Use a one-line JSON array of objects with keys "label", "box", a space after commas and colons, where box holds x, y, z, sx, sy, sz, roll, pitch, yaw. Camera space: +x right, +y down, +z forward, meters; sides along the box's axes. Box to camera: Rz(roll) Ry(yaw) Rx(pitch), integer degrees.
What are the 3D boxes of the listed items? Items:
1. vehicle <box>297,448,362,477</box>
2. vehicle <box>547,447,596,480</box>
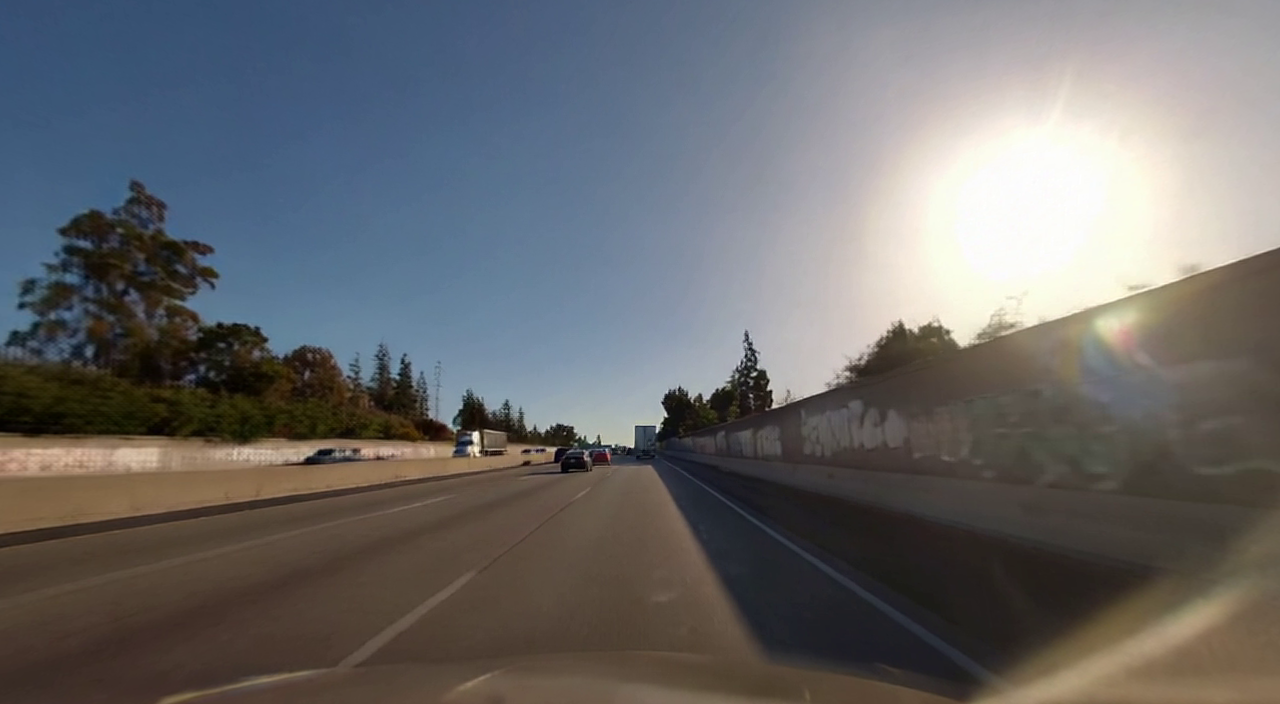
[{"label": "vehicle", "box": [-21.869, 7.757, 44.617, 2.061, 1.935, 4.754, 0, -9, 1]}, {"label": "vehicle", "box": [-3.216, 5.340, 30.497, 1.803, 1.466, 4.509, 0, -9, 1]}]
